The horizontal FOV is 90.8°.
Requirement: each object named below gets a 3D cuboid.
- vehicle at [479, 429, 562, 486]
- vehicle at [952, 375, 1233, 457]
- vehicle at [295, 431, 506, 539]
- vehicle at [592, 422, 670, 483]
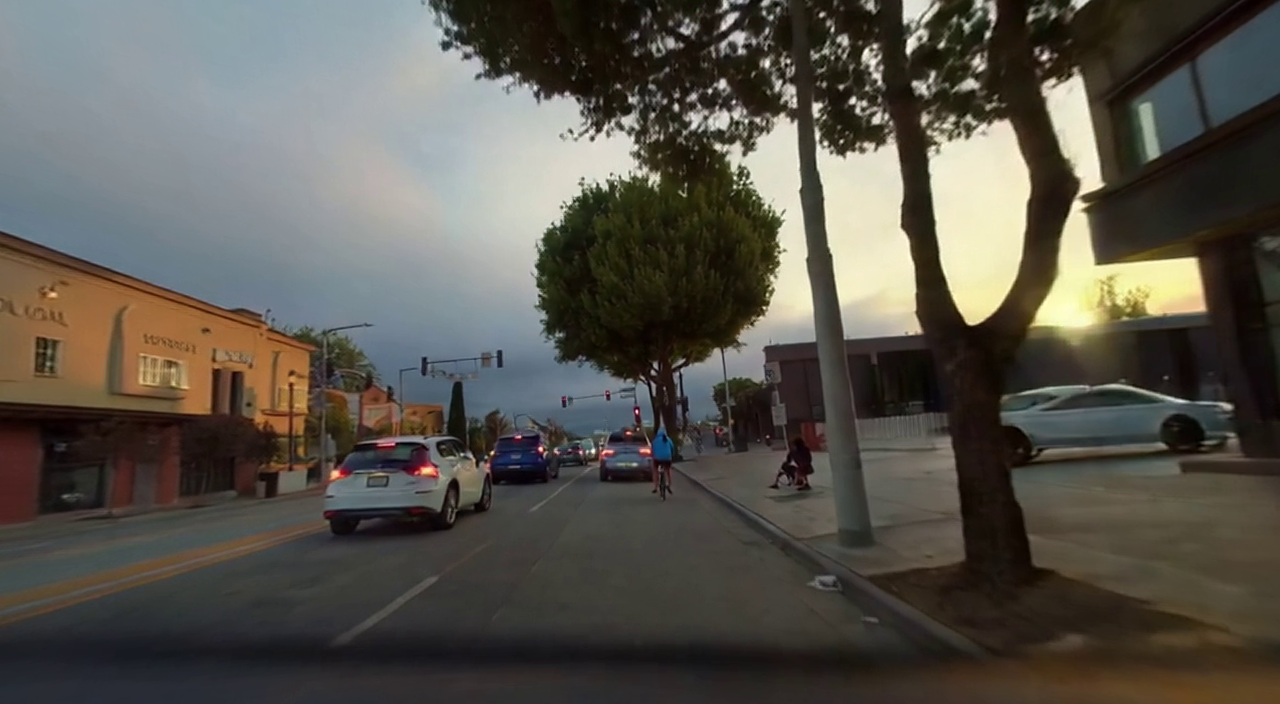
[{"bbox_3d":[-3.972,3.603,21.867,2.046,1.750,4.452,0,-9,-1],"label":"vehicle"},{"bbox_3d":[8.692,1.302,12.341,4.159,1.416,2.049,1,-9,-11],"label":"vehicle"},{"bbox_3d":[-3.770,2.164,10.897,2.064,1.486,4.140,0,-9,-1],"label":"vehicle"},{"bbox_3d":[-0.349,3.507,22.185,2.426,1.882,5.027,0,-9,-2],"label":"vehicle"}]
